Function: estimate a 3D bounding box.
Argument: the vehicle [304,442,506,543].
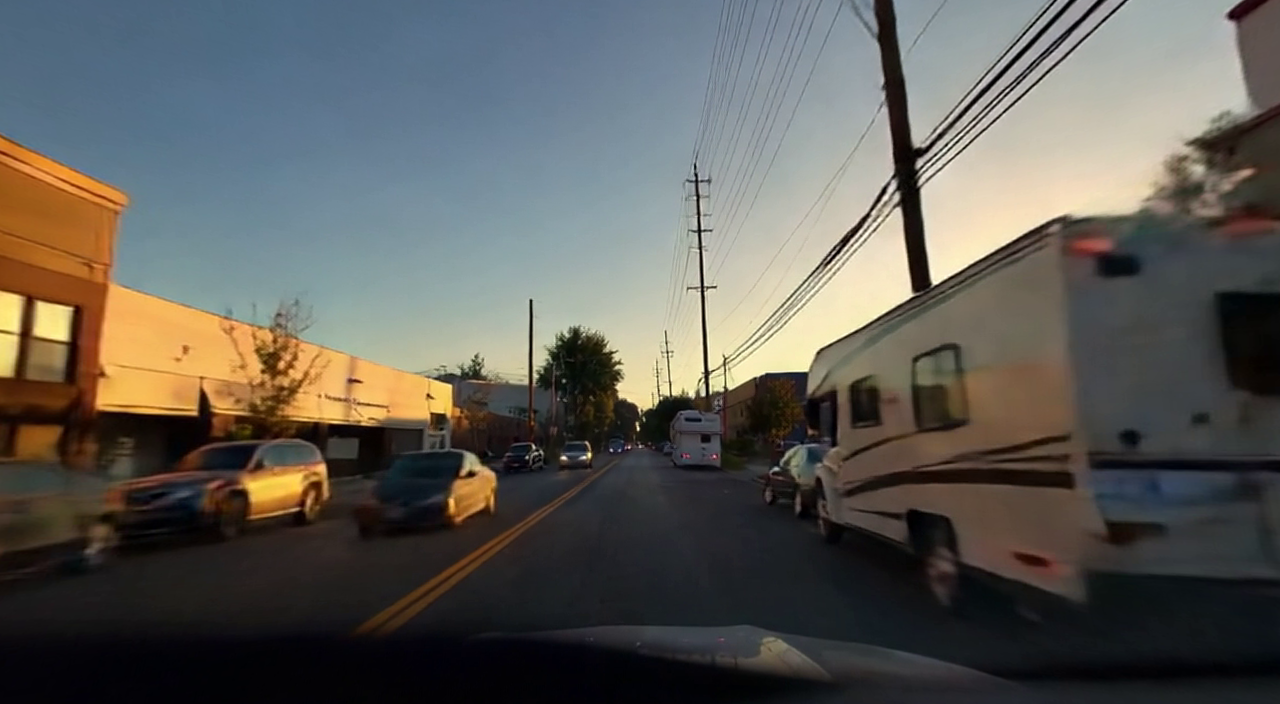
[{"bbox_3d":[-4.009,2.448,11.750,1.966,1.482,4.473,-1,-9,1],"label":"vehicle"}]

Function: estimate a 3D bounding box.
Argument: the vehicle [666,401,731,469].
[{"bbox_3d":[3.748,5.760,42.598,3.029,3.860,7.726,-5,-11,-3],"label":"vehicle"}]

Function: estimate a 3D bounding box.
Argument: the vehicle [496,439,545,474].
[{"bbox_3d":[-8.056,7.137,43.168,2.177,2.075,5.427,-4,-9,0],"label":"vehicle"}]

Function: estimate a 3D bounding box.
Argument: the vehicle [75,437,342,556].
[{"bbox_3d":[-7.906,2.628,12.351,2.001,1.830,4.735,0,-9,-2],"label":"vehicle"}]

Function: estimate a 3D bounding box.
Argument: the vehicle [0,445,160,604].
[{"bbox_3d":[-7.922,1.903,6.990,1.903,1.710,4.322,0,-9,-2],"label":"vehicle"}]

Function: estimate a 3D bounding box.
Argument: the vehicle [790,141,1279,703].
[{"bbox_3d":[3.723,0.791,6.340,2.880,2.959,6.375,-1,-8,1],"label":"vehicle"}]

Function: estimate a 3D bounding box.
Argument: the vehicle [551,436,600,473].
[{"bbox_3d":[-3.709,5.976,37.070,2.307,1.998,4.734,-1,-9,1],"label":"vehicle"}]
